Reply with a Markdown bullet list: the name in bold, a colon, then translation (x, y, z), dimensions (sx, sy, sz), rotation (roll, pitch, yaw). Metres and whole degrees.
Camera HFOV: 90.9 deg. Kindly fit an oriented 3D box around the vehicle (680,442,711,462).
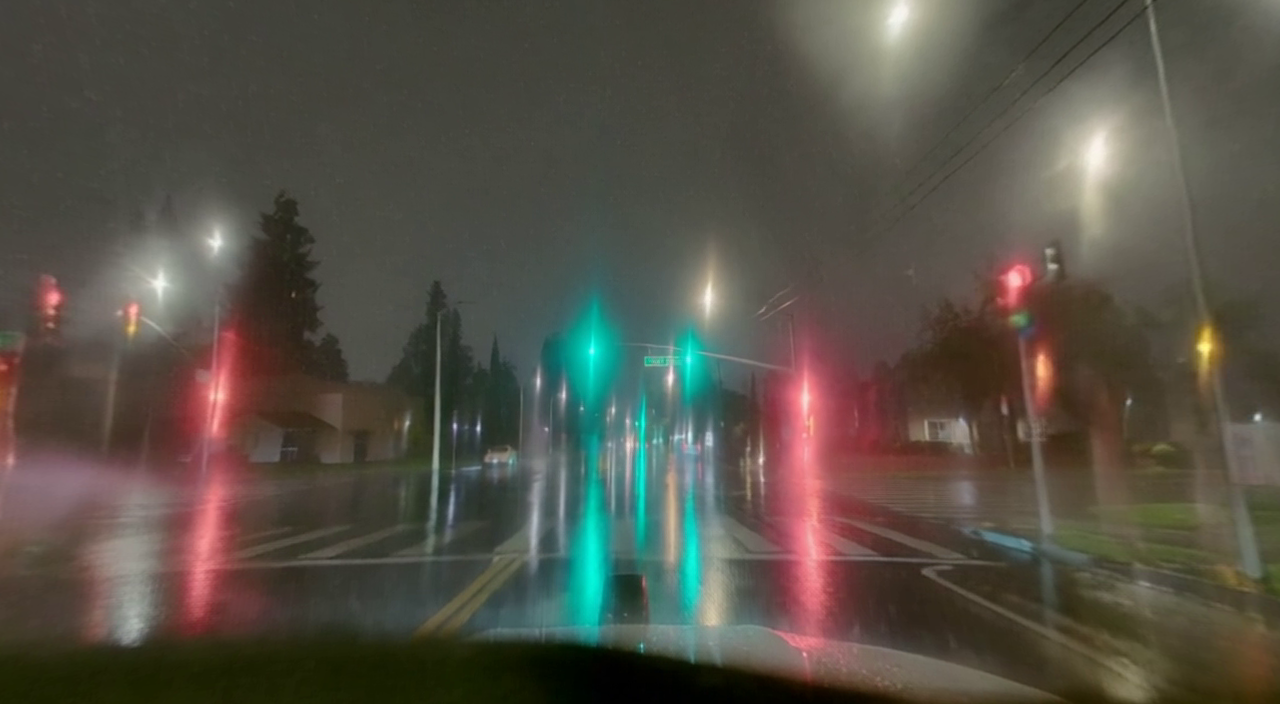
- **vehicle**: translation (4.129, 7.498, 47.338), dimensions (1.987, 1.466, 4.389), rotation (0, -9, 0)
